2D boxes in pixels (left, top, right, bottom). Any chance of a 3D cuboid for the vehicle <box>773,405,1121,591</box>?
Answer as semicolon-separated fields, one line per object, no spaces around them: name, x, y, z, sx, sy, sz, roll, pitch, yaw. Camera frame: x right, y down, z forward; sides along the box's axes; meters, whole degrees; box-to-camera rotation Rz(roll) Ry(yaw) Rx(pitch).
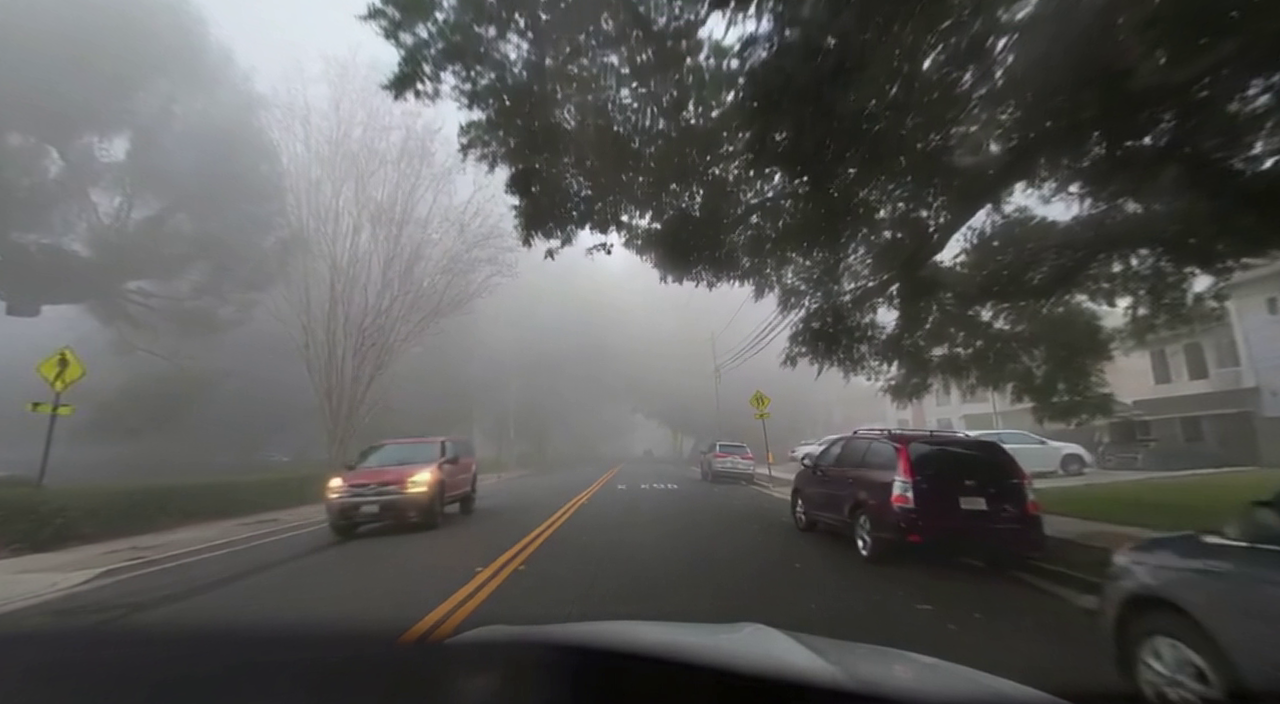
vehicle;3.478;1.755;8.495;2.125;1.772;4.629;0;-9;-3

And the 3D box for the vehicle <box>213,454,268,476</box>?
vehicle;-29.102;8.189;45.969;4.558;1.495;1.925;-7;-11;38

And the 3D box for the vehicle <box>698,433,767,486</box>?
vehicle;3.462;4.108;24.420;1.949;1.807;4.224;2;-9;-1

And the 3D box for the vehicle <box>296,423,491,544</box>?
vehicle;-4.514;2.447;12.412;2.074;1.836;4.365;-3;-9;0

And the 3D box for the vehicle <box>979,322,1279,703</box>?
vehicle;3.383;0.701;1.750;2.137;1.761;4.697;0;-9;-2
